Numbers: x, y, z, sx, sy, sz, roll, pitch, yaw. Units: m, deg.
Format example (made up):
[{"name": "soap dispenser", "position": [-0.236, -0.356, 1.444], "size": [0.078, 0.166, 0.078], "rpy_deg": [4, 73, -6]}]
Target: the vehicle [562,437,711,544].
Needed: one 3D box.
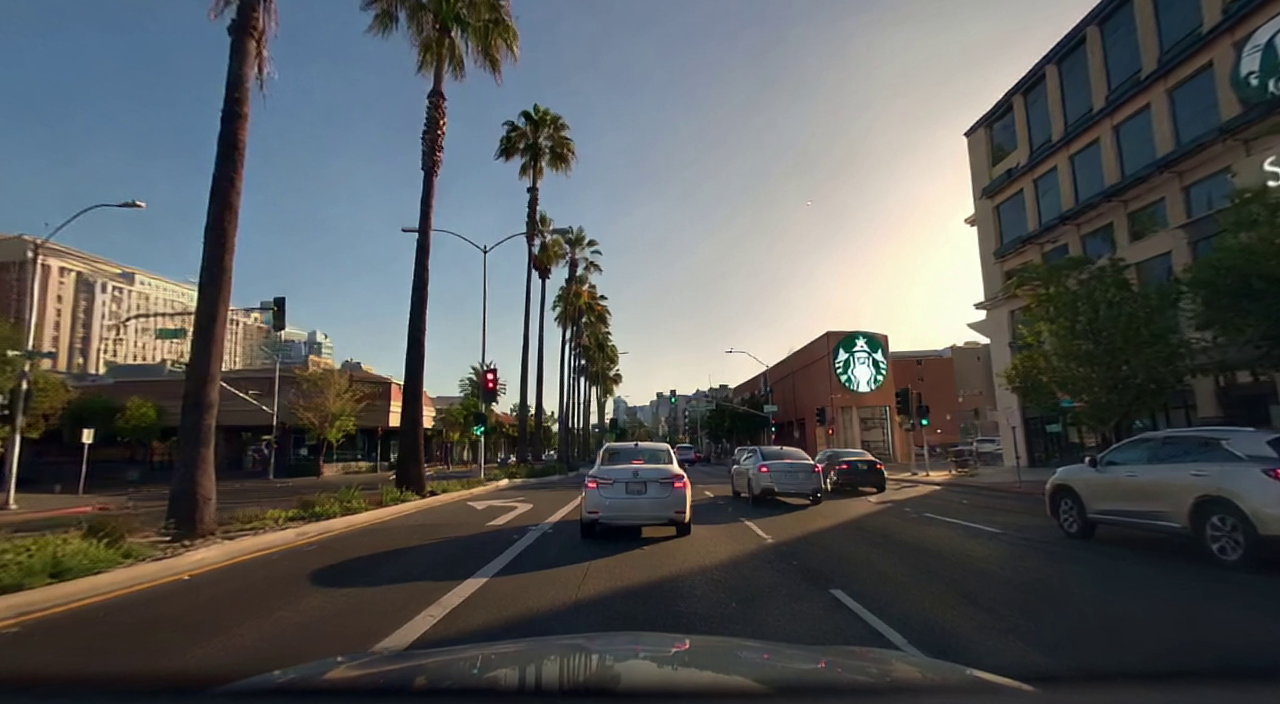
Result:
[{"name": "vehicle", "position": [-0.080, 2.260, 10.956], "size": [2.110, 1.487, 3.873], "rpy_deg": [0, -8, -1]}]

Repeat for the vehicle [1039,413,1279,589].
[{"name": "vehicle", "position": [7.093, 1.644, 7.502], "size": [1.940, 1.674, 4.085], "rpy_deg": [0, -8, -1]}]

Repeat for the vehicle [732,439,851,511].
[{"name": "vehicle", "position": [3.605, 2.989, 15.870], "size": [1.892, 1.532, 4.177], "rpy_deg": [0, -8, -1]}]
